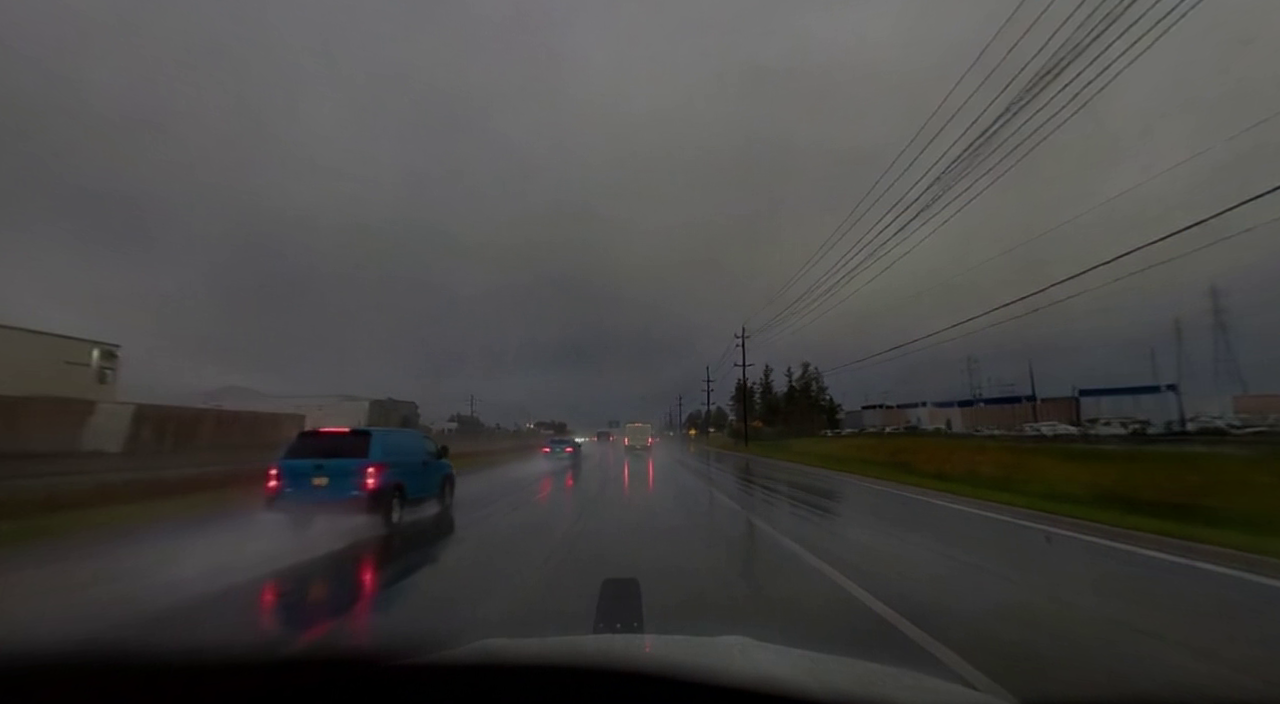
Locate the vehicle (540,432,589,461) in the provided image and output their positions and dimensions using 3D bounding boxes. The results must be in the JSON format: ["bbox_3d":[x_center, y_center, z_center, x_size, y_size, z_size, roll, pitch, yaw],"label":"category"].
[{"bbox_3d":[-4.067,5.151,34.483,2.087,1.464,4.853,0,-8,0],"label":"vehicle"}]

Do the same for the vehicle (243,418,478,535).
[{"bbox_3d":[-4.309,1.961,10.597,2.058,1.557,4.125,0,-8,0],"label":"vehicle"}]

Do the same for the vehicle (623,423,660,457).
[{"bbox_3d":[0.030,5.628,40.346,2.213,1.997,4.456,0,-8,-1],"label":"vehicle"}]
